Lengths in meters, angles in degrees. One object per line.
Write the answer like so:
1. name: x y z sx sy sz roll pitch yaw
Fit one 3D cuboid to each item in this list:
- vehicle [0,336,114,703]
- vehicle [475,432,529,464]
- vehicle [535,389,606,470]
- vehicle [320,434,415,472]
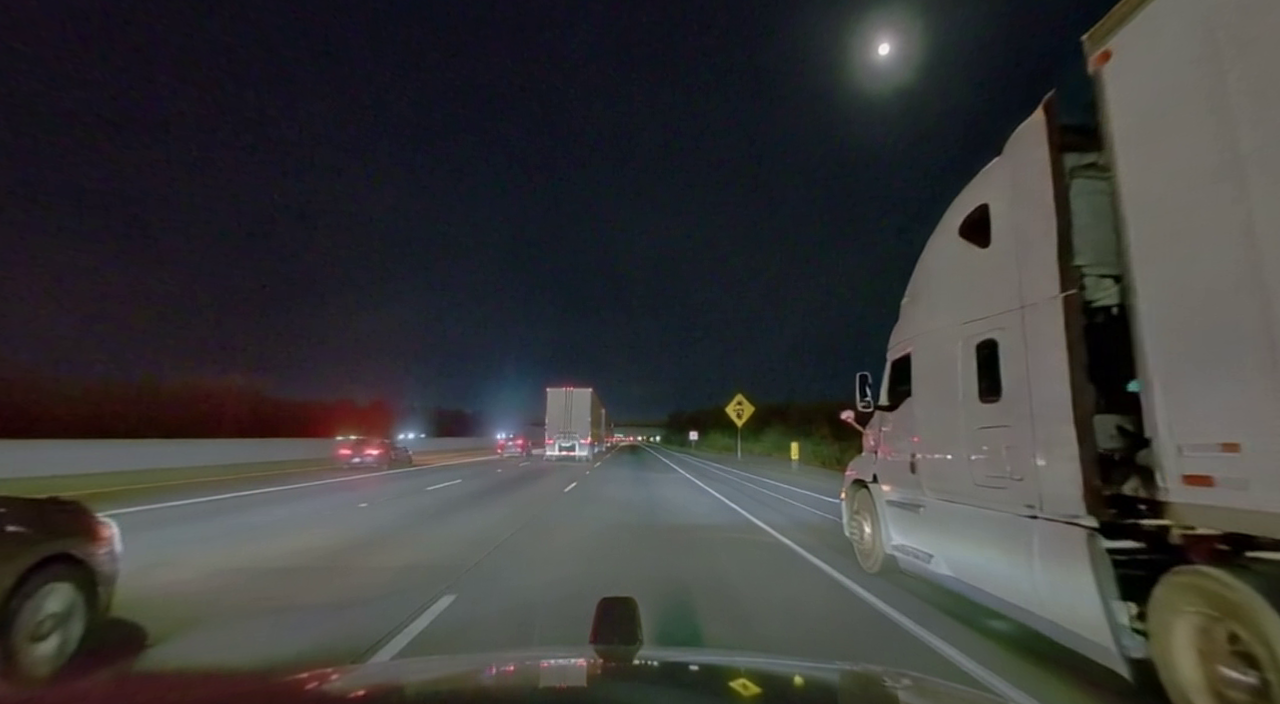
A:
1. vehicle: -3.709 0.528 0.925 2.091 1.637 4.346 0 -8 0
2. vehicle: -7.844 5.472 36.121 2.075 1.691 4.431 0 -8 0
3. vehicle: -3.813 4.722 37.582 3.002 3.987 12.477 1 -8 -1
4. vehicle: -11.416 4.215 26.712 1.959 1.460 4.661 0 -8 0
